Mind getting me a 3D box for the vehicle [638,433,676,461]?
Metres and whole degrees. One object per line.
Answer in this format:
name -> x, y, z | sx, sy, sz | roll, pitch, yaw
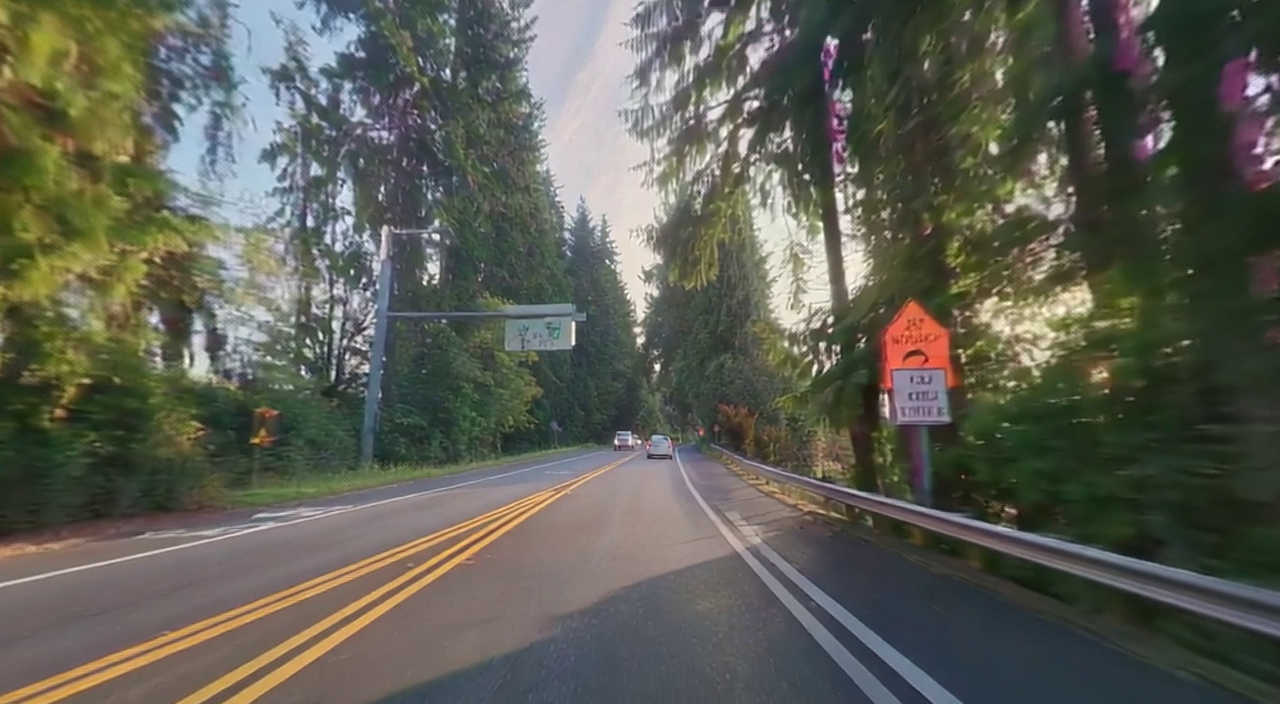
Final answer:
vehicle -> 1.000, 5.473, 36.347 | 2.067, 1.486, 3.861 | 0, -8, 3
